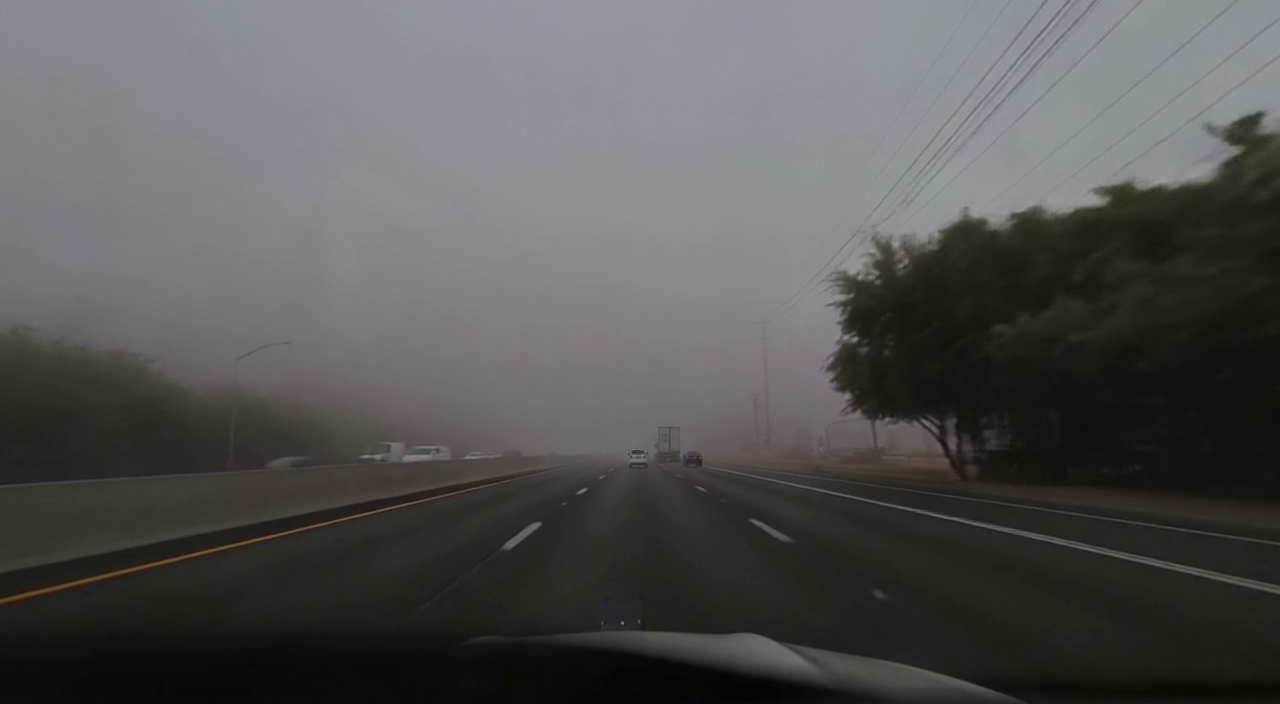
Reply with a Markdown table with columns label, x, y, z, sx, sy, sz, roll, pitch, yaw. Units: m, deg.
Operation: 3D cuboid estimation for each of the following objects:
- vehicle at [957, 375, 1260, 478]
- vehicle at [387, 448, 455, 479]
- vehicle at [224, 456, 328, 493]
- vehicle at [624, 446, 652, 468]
| label | x | y | z | sx | sy | sz | roll | pitch | yaw |
| --- | --- | --- | --- | --- | --- | --- | --- | --- | --- |
| vehicle | 23.697 | 4.399 | 34.725 | 2.915 | 4.218 | 17.329 | 0 | -9 | -2 |
| vehicle | -11.728 | 6.003 | 34.143 | 1.950 | 1.505 | 4.757 | 0 | -9 | 0 |
| vehicle | -15.925 | 5.336 | 27.860 | 1.876 | 1.435 | 4.433 | 0 | -9 | 1 |
| vehicle | -0.167 | 8.152 | 48.869 | 2.111 | 1.599 | 3.859 | 0 | -9 | 0 |
